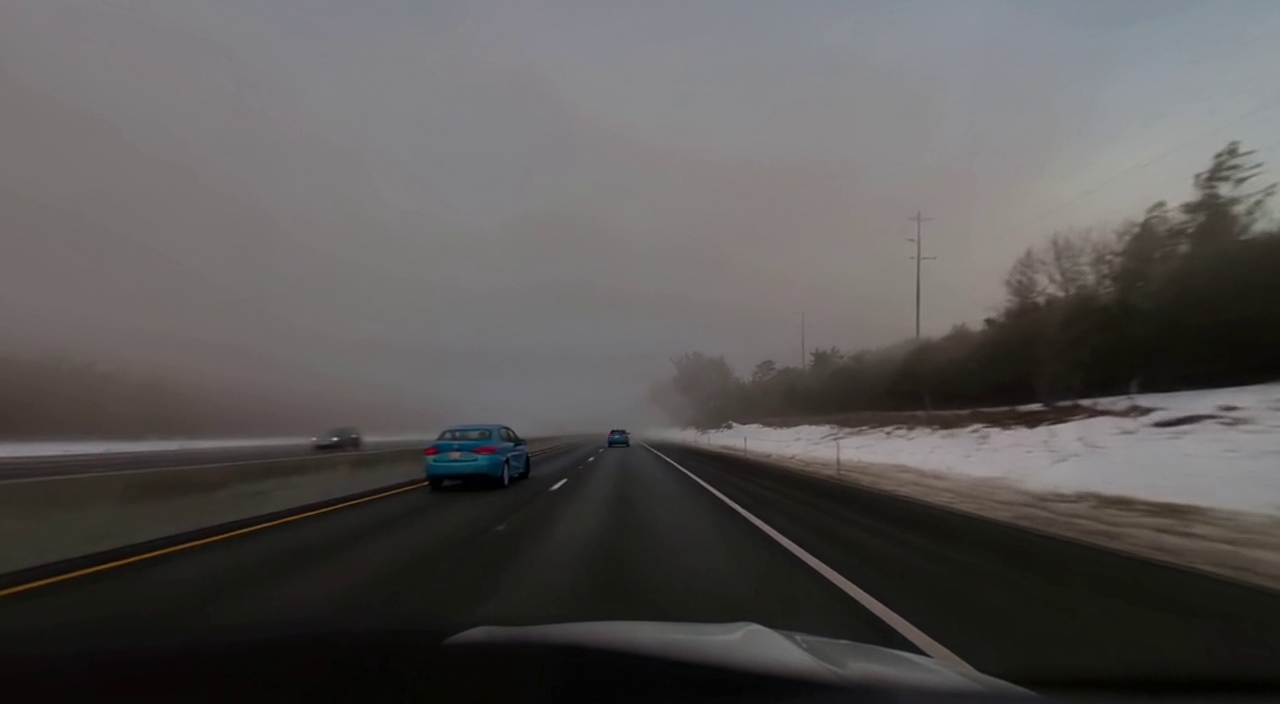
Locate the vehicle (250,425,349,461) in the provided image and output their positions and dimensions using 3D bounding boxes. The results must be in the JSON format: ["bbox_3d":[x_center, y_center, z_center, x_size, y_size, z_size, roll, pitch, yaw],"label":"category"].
[{"bbox_3d":[-15.028,4.036,28.052,1.936,1.498,4.485,0,-8,0],"label":"vehicle"}]

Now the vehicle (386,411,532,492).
[{"bbox_3d":[-4.285,2.463,15.943,2.189,1.704,5.205,0,-8,0],"label":"vehicle"}]

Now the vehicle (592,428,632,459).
[{"bbox_3d":[-1.465,4.910,33.822,1.999,1.536,3.969,0,-8,-1],"label":"vehicle"}]
